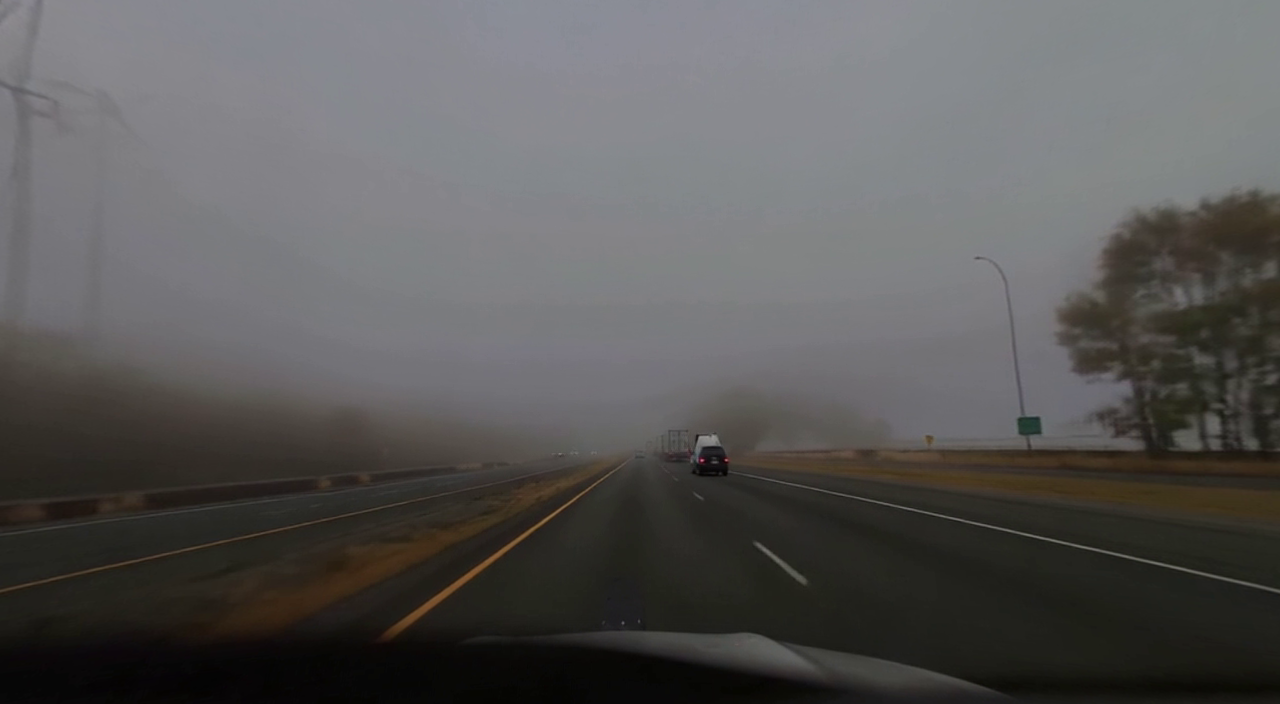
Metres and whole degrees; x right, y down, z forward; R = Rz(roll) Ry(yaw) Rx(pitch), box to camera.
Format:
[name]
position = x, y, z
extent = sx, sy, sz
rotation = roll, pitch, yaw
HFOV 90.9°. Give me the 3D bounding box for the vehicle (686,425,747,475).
[vehicle]
position = 4.278, 5.629, 36.209
extent = 2.609, 2.648, 5.397
rotation = 0, -9, -2
